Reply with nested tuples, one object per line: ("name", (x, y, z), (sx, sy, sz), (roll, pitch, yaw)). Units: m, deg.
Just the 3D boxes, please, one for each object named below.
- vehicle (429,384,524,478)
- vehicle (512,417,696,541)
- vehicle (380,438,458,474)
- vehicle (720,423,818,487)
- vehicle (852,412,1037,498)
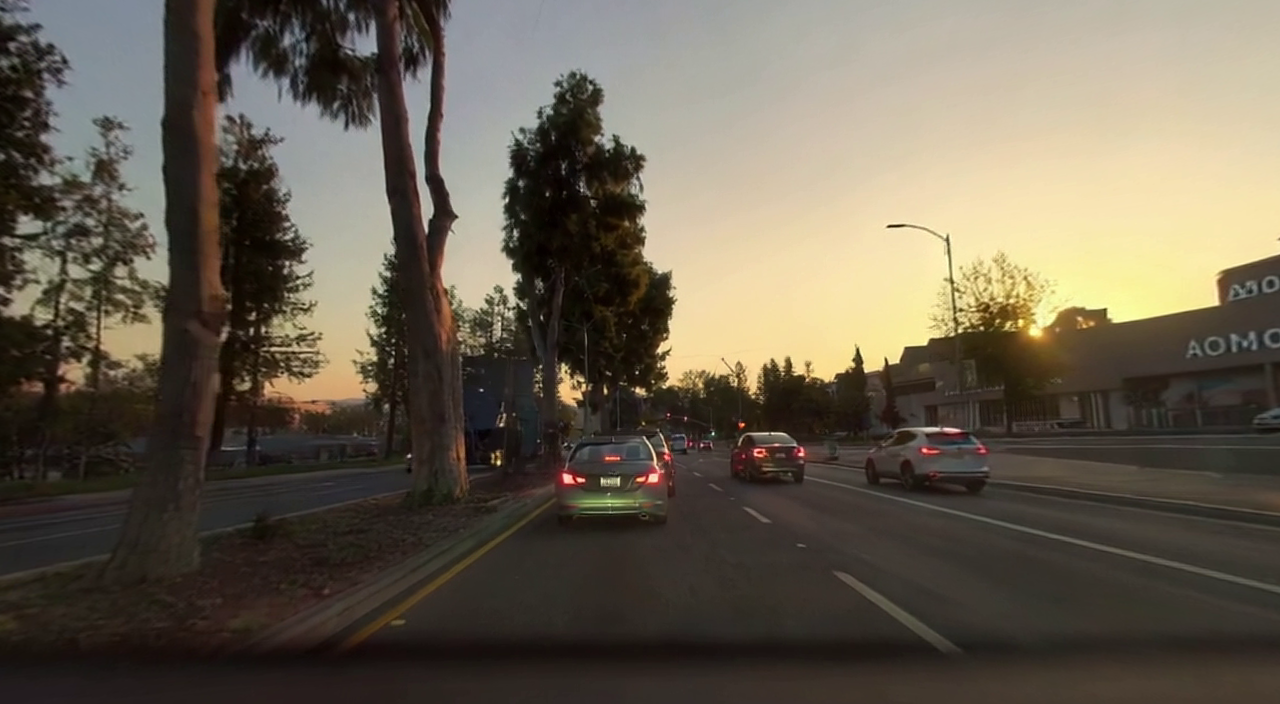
("vehicle", (-8.129, 4.098, 32.203), (3.043, 4.303, 6.343), (0, -8, 1))
("vehicle", (-0.455, 1.909, 10.049), (2.315, 1.563, 4.080), (0, -8, 0))
("vehicle", (-13.602, 6.444, 39.209), (2.394, 2.012, 6.232), (0, -8, 2))
("vehicle", (3.876, 3.194, 19.760), (2.090, 1.763, 4.560), (0, -8, 0))
("vehicle", (7.754, 2.700, 16.806), (2.425, 1.936, 5.081), (0, -8, 1))
